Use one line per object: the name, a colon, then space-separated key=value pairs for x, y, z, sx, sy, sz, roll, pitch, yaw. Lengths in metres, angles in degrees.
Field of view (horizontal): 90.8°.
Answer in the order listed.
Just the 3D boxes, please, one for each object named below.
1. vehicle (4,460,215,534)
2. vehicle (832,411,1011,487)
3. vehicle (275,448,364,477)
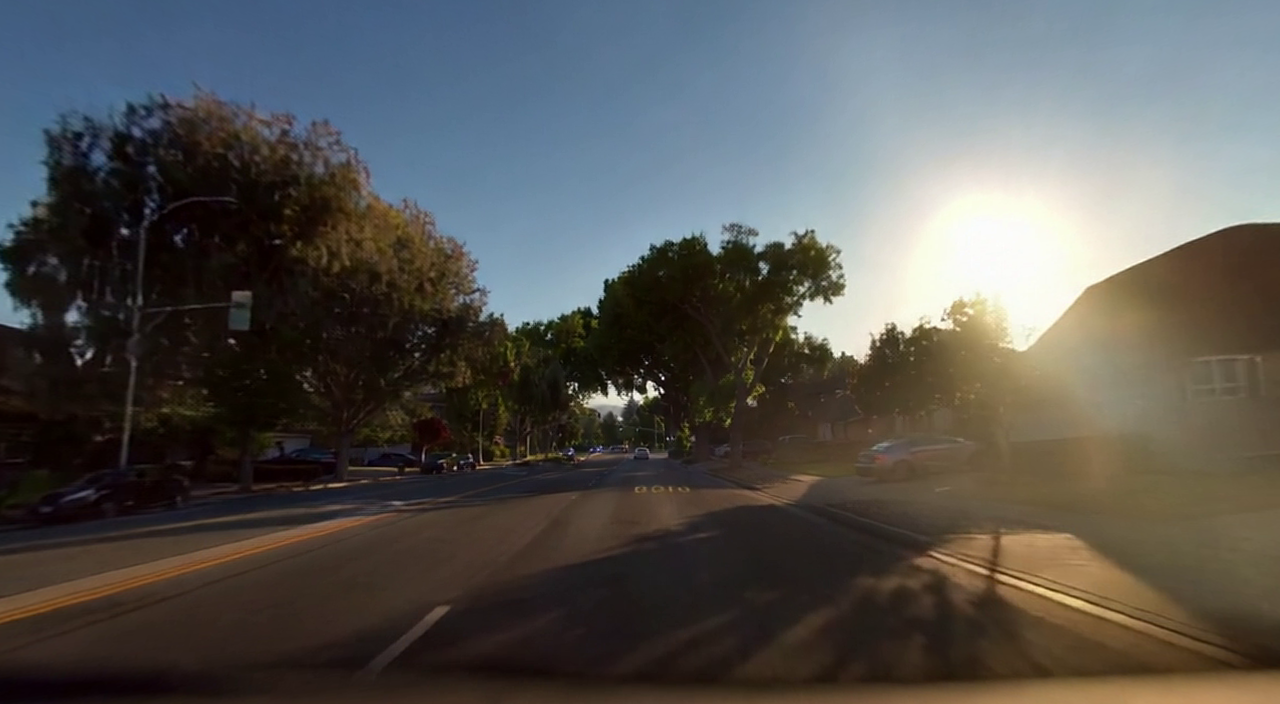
vehicle: x=-14.019 y=3.803 z=17.179 sx=1.876 sy=1.495 sz=4.647 roll=-4 pitch=-9 yaw=-2
vehicle: x=9.164 y=3.181 z=20.819 sx=4.790 sy=1.681 sz=2.029 roll=-7 pitch=-8 yaw=-5
vehicle: x=-21.193 y=7.315 z=41.880 sx=4.756 sy=1.869 sz=2.042 roll=-1 pitch=-9 yaw=4
